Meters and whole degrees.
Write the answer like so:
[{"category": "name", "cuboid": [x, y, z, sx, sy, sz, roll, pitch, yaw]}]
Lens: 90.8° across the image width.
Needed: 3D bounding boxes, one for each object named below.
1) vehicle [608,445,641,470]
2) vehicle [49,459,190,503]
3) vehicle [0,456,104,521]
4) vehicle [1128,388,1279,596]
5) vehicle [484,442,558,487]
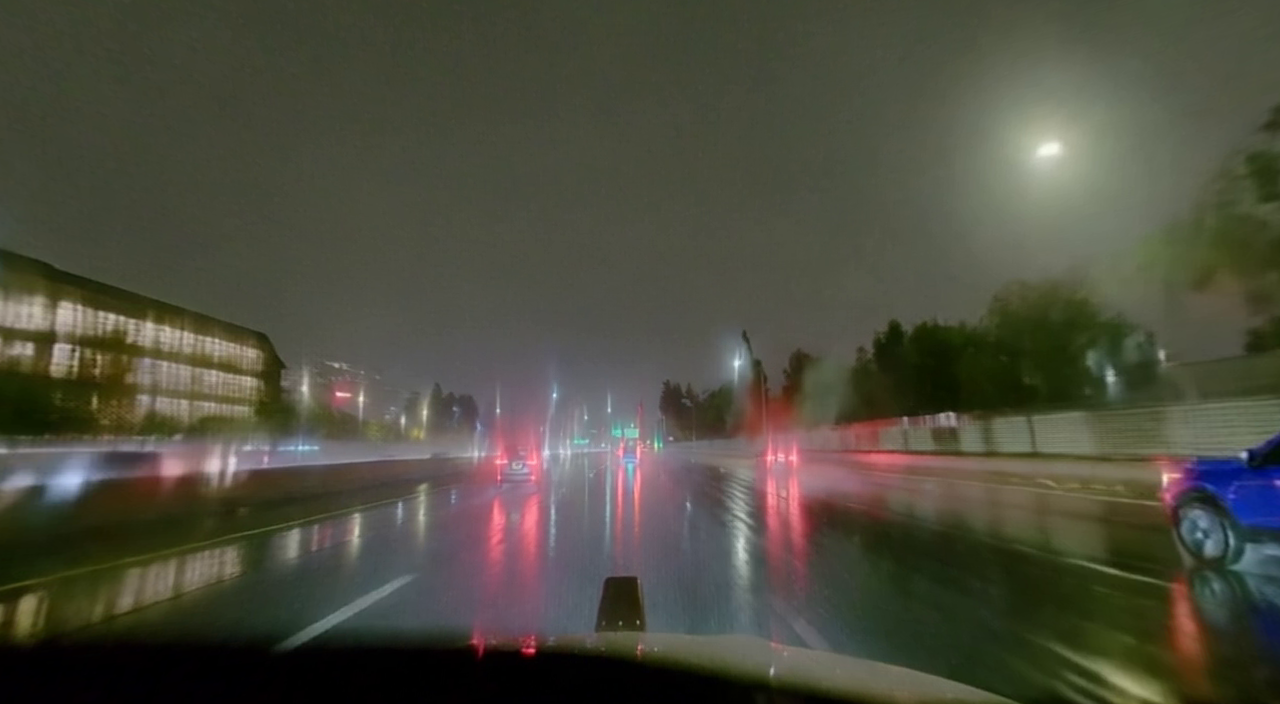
[{"category": "vehicle", "cuboid": [-1.007, 6.703, 40.192, 1.997, 1.485, 4.094, 0, -9, -1]}, {"category": "vehicle", "cuboid": [-21.403, 5.287, 26.279, 2.025, 1.513, 4.513, 0, -9, 0]}, {"category": "vehicle", "cuboid": [-17.667, 3.716, 17.391, 2.089, 1.621, 4.267, 0, -9, -1]}, {"category": "vehicle", "cuboid": [6.623, 1.108, 4.772, 2.028, 1.801, 4.741, 0, -9, 0]}, {"category": "vehicle", "cuboid": [-4.281, 4.116, 23.438, 1.886, 1.465, 4.625, 0, -9, 0]}]
